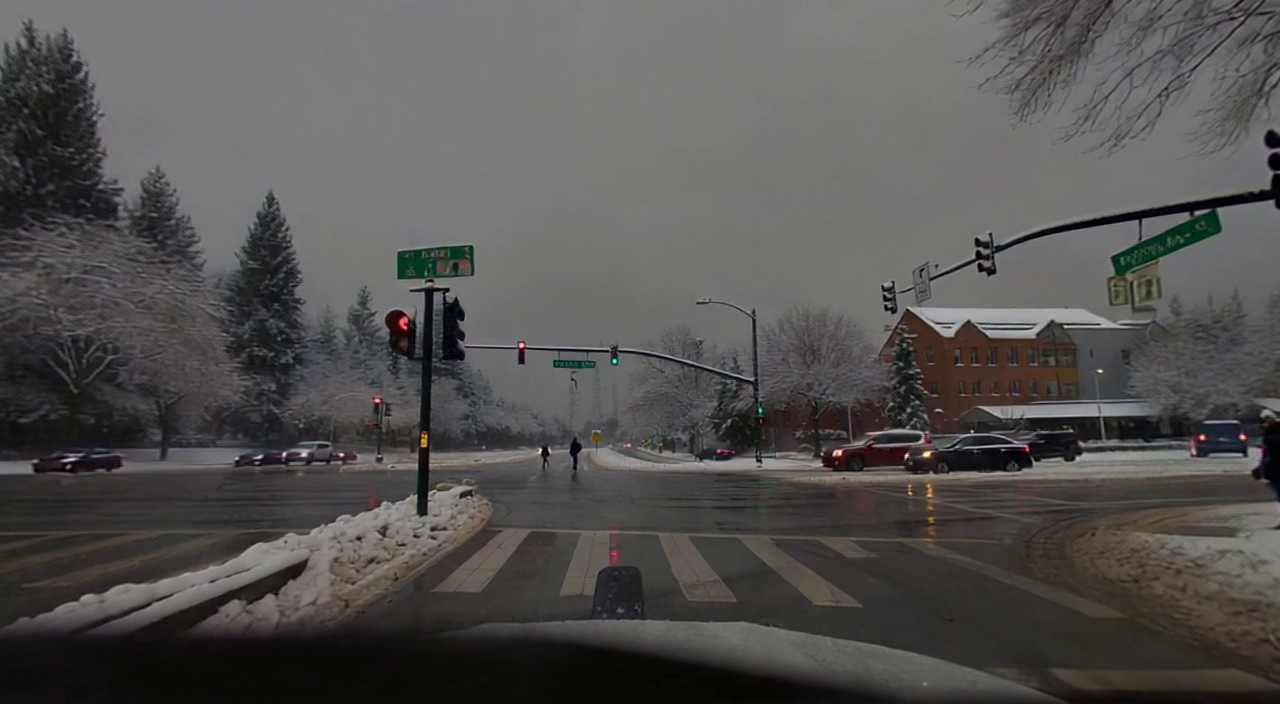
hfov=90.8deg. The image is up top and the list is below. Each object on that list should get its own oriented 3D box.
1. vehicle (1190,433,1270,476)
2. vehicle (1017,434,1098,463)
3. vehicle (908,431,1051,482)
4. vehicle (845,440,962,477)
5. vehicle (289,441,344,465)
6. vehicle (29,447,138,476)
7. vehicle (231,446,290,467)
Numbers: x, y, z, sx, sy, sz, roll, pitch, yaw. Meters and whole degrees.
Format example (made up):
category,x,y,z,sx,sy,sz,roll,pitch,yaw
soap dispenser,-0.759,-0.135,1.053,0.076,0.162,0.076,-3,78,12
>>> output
category,x,y,z,sx,sy,sz,roll,pitch,yaw
vehicle,23.360,4.039,25.183,2.007,1.540,4.312,-7,-11,40
vehicle,27.881,6.451,42.393,2.066,1.821,4.509,1,-8,-6
vehicle,12.899,3.921,24.046,4.742,1.762,2.180,3,-9,-22
vehicle,11.438,4.621,27.552,4.317,1.491,1.896,1,-9,-11
vehicle,-24.299,7.579,47.641,1.903,1.652,4.442,0,-8,-3
vehicle,-30.771,6.045,35.147,1.811,1.438,4.812,0,-8,-2
vehicle,-27.694,7.619,46.212,1.817,1.431,4.239,0,-8,-2
